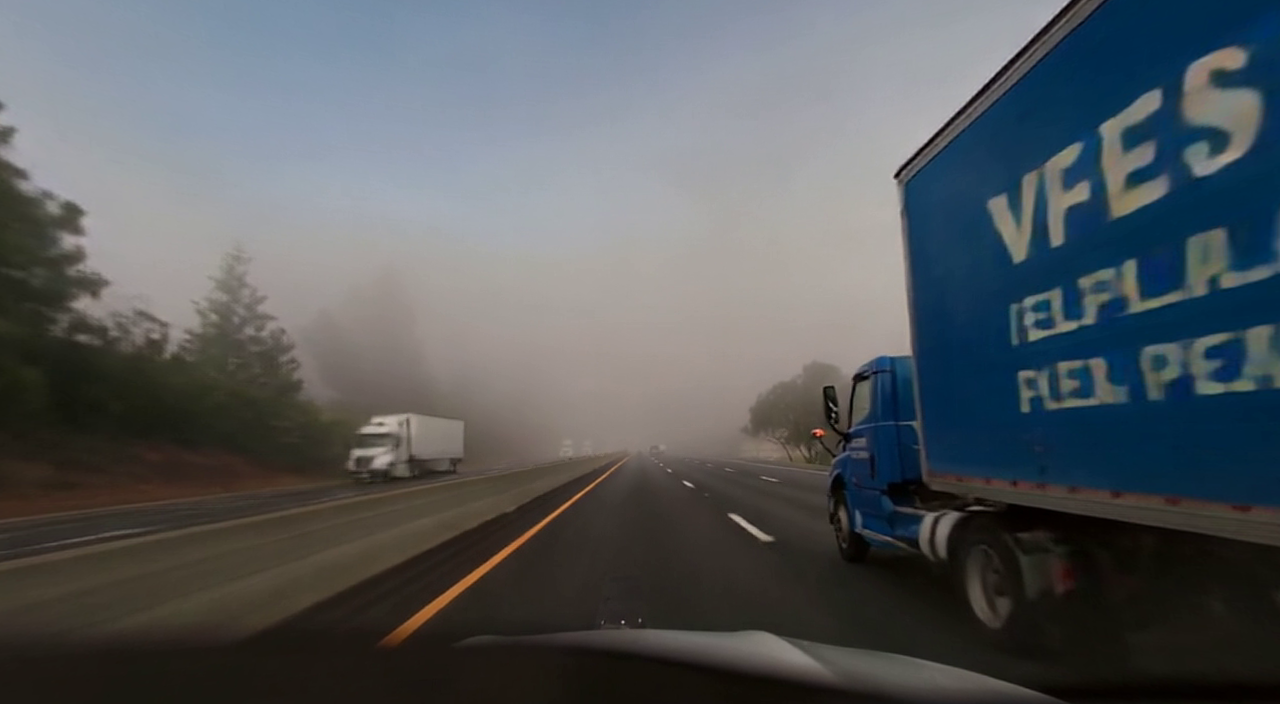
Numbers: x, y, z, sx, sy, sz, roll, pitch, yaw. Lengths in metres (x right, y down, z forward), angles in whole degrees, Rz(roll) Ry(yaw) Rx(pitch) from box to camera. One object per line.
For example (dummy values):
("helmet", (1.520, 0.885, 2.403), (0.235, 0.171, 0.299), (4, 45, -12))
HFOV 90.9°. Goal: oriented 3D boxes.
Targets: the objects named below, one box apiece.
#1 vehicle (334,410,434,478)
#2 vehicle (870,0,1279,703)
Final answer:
("vehicle", (-15.679, 5.774, 39.403), (3.119, 3.797, 7.398), (0, -9, -1))
("vehicle", (3.727, -0.491, 1.839), (2.982, 4.164, 7.753), (0, -9, -1))
